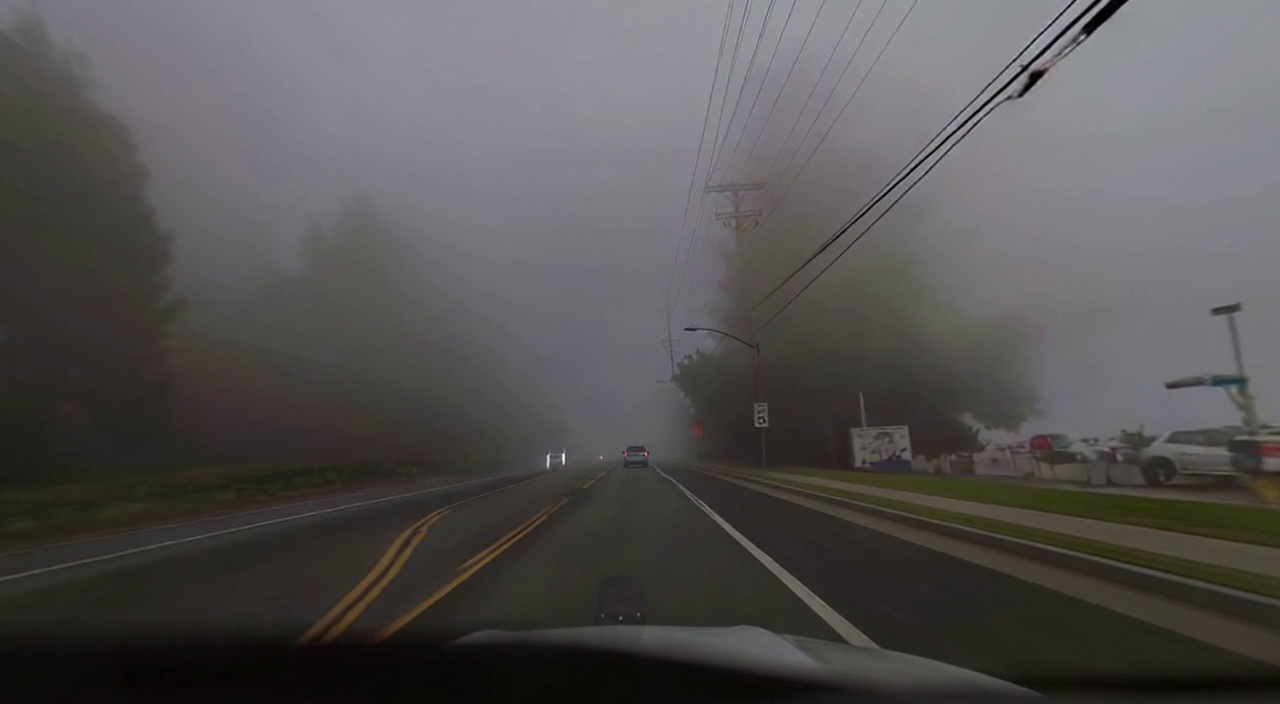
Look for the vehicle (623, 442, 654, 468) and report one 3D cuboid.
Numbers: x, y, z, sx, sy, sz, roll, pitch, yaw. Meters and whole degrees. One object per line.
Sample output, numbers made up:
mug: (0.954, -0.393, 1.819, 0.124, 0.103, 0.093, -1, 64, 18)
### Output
vehicle: (-0.124, 7.351, 45.147, 2.163, 1.746, 4.073, 0, -8, -1)
